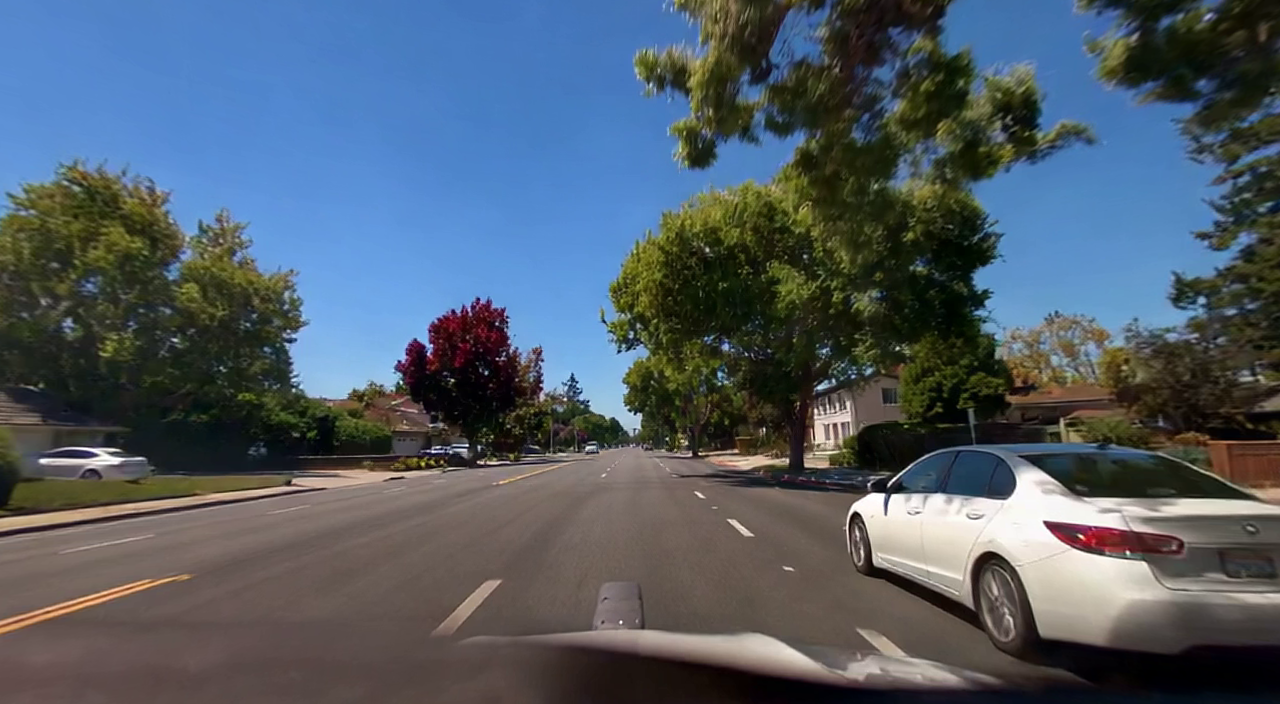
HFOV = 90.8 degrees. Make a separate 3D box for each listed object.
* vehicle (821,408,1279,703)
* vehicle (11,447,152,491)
[{"bbox_3d":[3.084,1.313,4.912,2.057,1.493,4.225,0,-8,-1],"label":"vehicle"},{"bbox_3d":[-23.789,4.970,27.018,4.230,1.721,2.028,-1,-8,4],"label":"vehicle"}]
